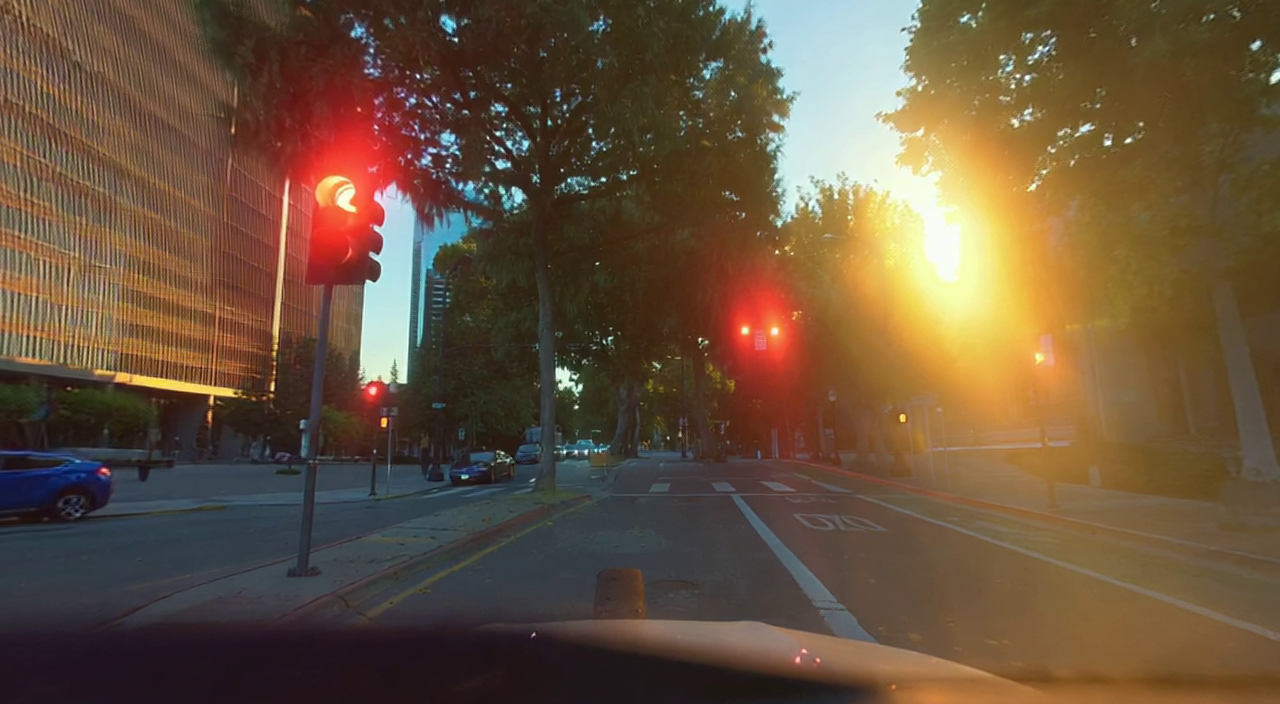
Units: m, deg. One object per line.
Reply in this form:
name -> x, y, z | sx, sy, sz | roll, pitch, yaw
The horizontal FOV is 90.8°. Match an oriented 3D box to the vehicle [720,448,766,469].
vehicle -> 7.856, 8.118, 48.418 | 1.829, 1.440, 4.384 | 2, -9, -14

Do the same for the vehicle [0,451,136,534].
vehicle -> -12.856, 2.712, 12.270 | 4.598, 1.490, 1.816 | 7, -11, -40
